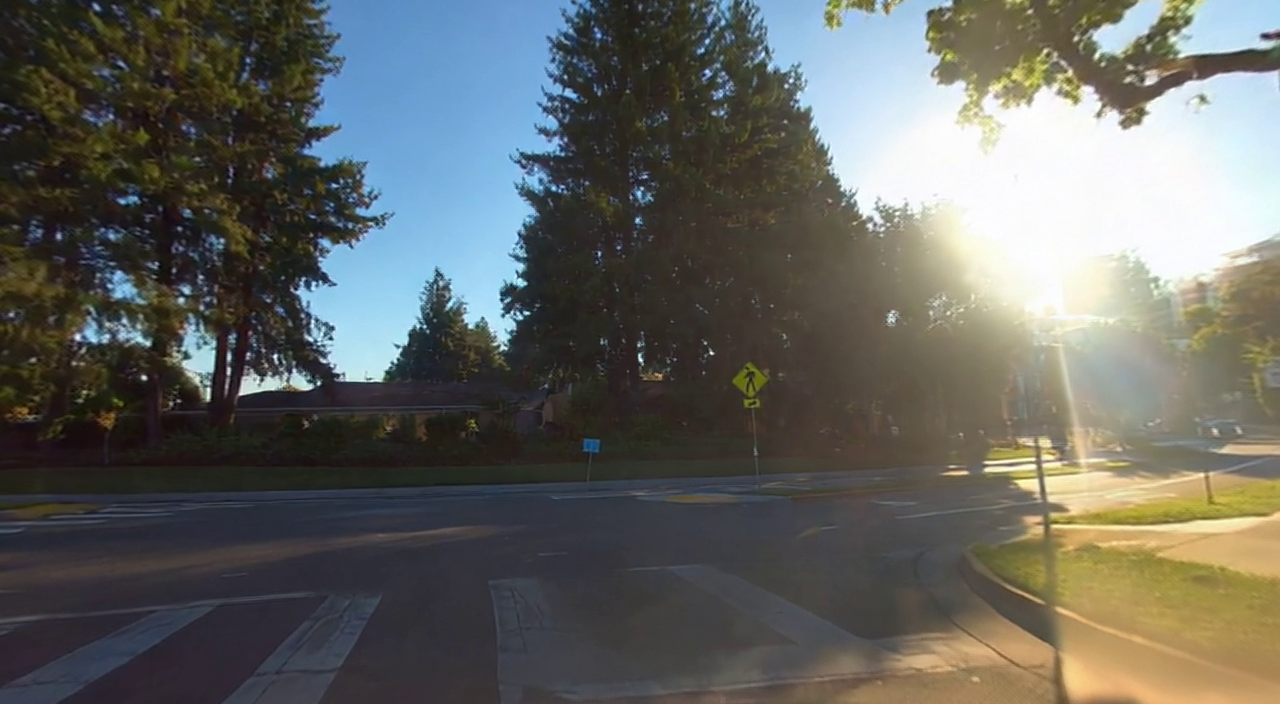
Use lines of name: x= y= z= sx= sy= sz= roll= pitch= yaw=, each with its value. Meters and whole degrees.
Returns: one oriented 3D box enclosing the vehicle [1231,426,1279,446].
vehicle: x=48.038 y=6.584 z=49.080 sx=4.473 sy=1.474 sz=2.108 roll=6 pitch=-11 yaw=-37
